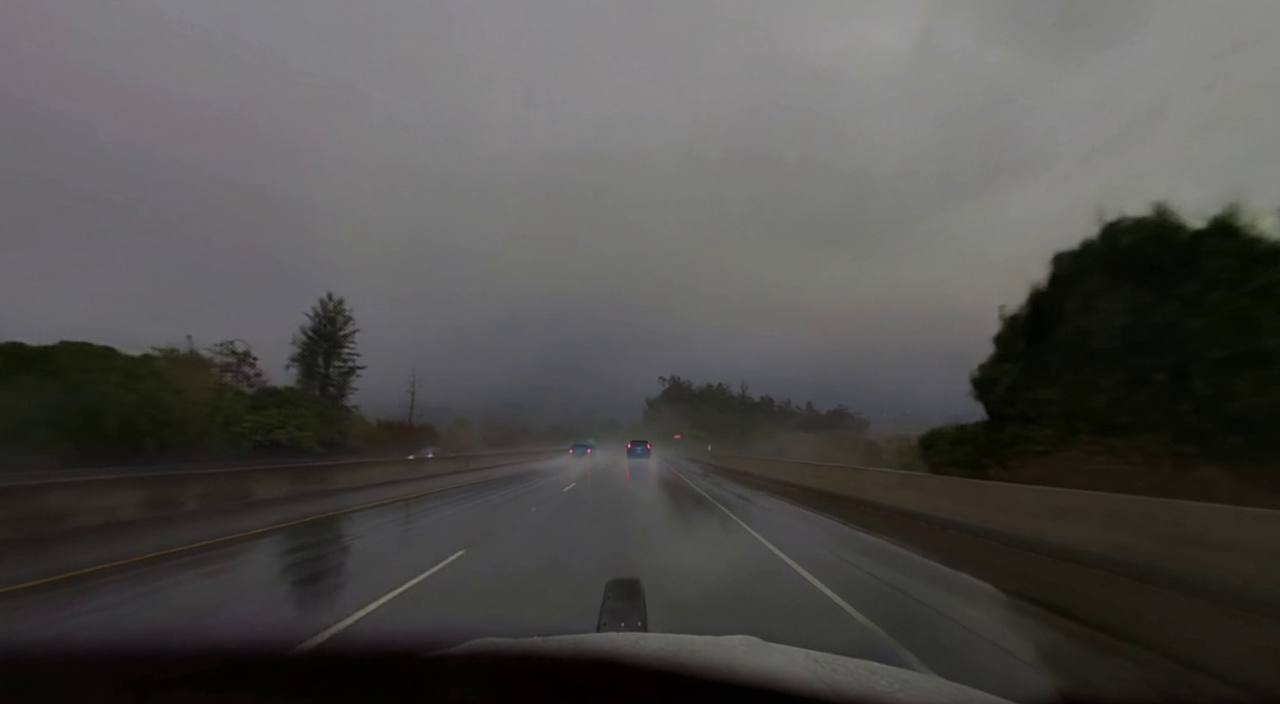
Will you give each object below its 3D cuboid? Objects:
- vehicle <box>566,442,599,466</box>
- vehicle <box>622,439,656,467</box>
[{"bbox_3d":[-4.225,7.560,46.834,2.113,1.656,4.215,0,-9,0],"label":"vehicle"},{"bbox_3d":[-0.086,6.746,42.174,2.126,1.786,3.958,0,-9,-1],"label":"vehicle"}]
